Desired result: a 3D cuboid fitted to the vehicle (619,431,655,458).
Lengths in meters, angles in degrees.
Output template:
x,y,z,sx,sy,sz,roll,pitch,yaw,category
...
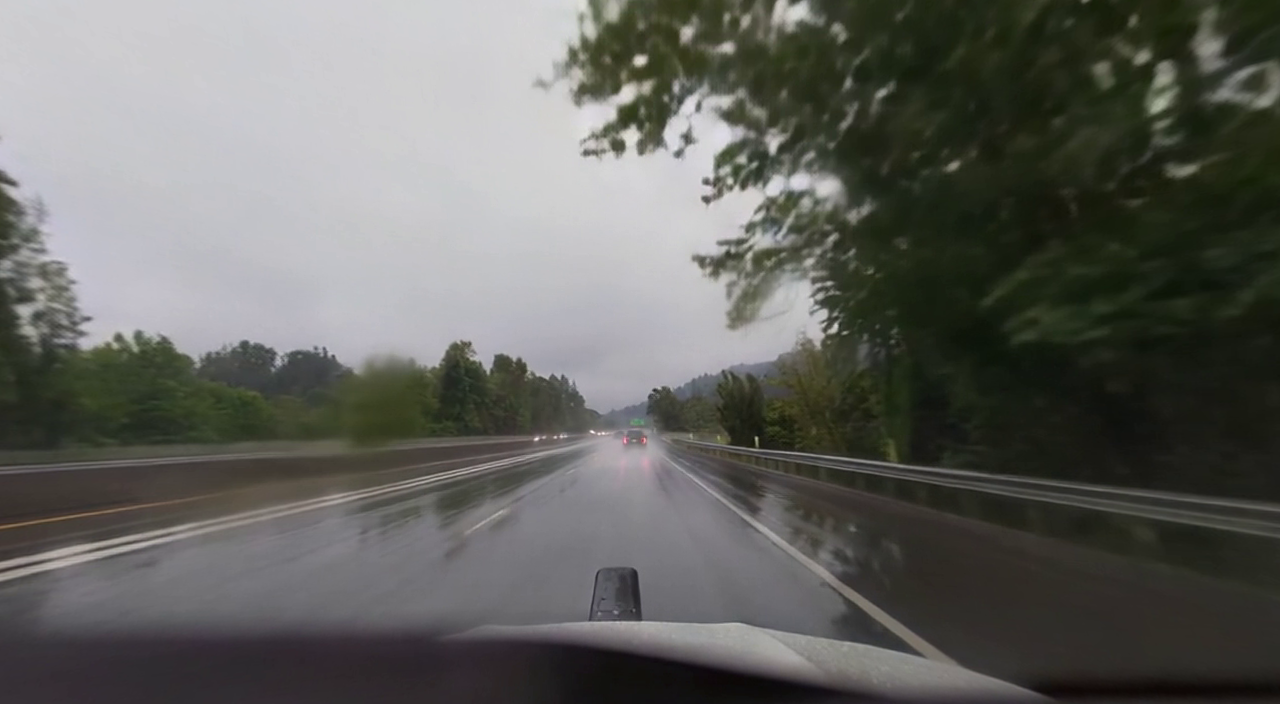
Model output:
x,y,z,sx,sy,sz,roll,pitch,yaw,category
-0.207,5.902,40.381,2.134,1.654,4.174,0,-8,-1,vehicle
